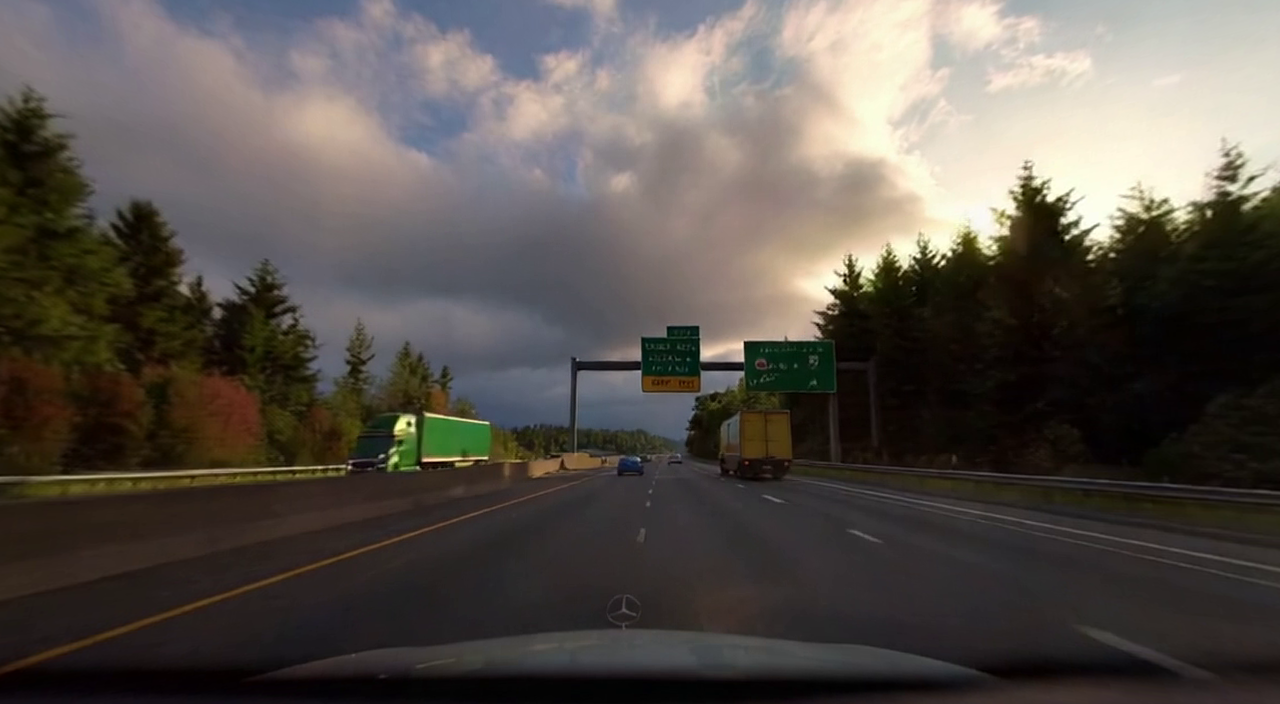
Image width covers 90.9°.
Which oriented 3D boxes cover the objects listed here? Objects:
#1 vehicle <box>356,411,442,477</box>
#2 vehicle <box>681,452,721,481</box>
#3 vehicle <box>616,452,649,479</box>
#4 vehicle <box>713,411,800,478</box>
[{"bbox_3d":[-15.801,6.142,41.861,2.938,4.020,6.109,-1,-9,3],"label":"vehicle"},{"bbox_3d":[3.444,6.525,36.099,1.957,1.541,4.099,0,-9,1],"label":"vehicle"},{"bbox_3d":[-0.416,7.068,39.553,1.960,1.579,4.384,0,-9,1],"label":"vehicle"},{"bbox_3d":[7.792,6.730,45.283,3.476,3.855,16.742,0,-9,1],"label":"vehicle"}]
